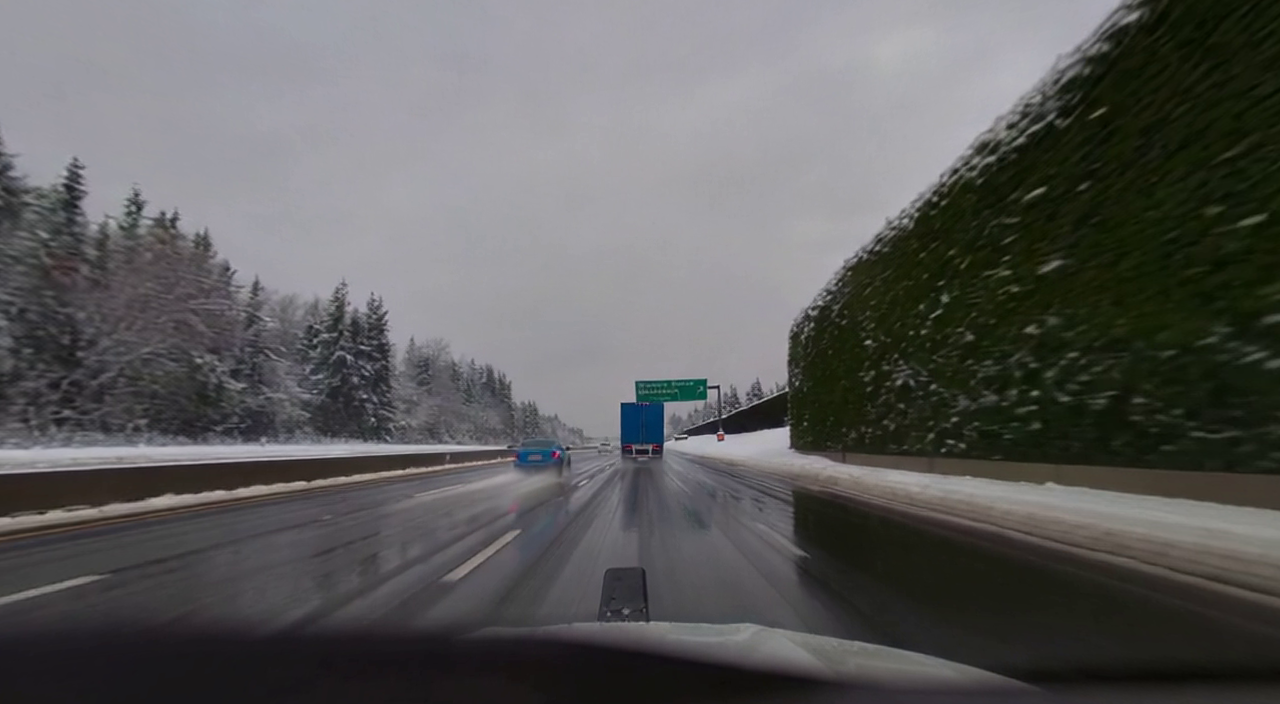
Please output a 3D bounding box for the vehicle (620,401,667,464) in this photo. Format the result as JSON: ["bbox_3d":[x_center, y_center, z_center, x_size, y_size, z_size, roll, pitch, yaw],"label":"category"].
[{"bbox_3d":[0.210,6.348,48.760,3.078,4.031,16.069,0,-8,0],"label":"vehicle"}]

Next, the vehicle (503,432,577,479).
[{"bbox_3d":[-3.922,4.150,25.625,2.186,1.716,4.672,0,-8,1],"label":"vehicle"}]
